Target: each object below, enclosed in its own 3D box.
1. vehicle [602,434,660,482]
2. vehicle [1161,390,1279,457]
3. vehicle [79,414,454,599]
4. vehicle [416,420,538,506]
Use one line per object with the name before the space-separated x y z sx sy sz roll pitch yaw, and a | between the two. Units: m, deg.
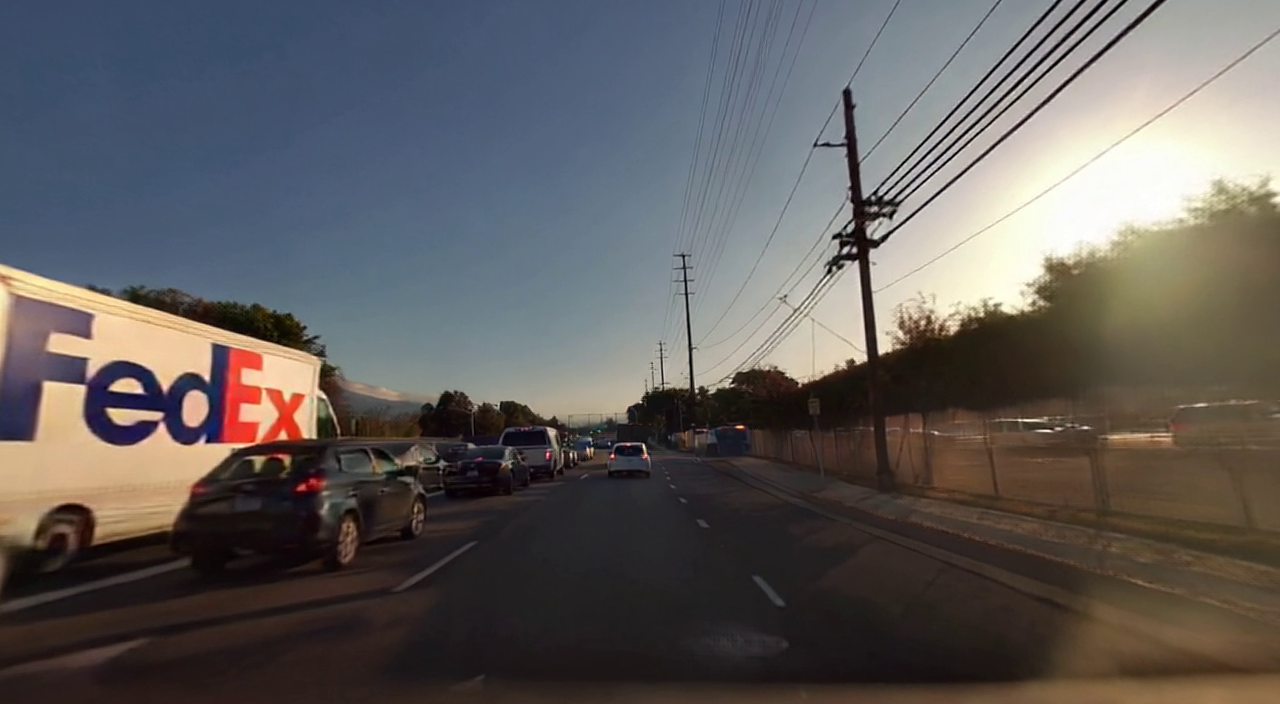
vehicle | -0.353 4.083 24.557 2.055 1.671 4.147 0 -8 -1
vehicle | 32.896 3.791 32.985 8.848 3.271 2.774 0 -9 -4
vehicle | -3.992 1.704 7.877 2.014 1.637 4.382 0 -8 0
vehicle | -3.992 2.801 16.304 1.956 1.865 4.624 0 -8 -1
